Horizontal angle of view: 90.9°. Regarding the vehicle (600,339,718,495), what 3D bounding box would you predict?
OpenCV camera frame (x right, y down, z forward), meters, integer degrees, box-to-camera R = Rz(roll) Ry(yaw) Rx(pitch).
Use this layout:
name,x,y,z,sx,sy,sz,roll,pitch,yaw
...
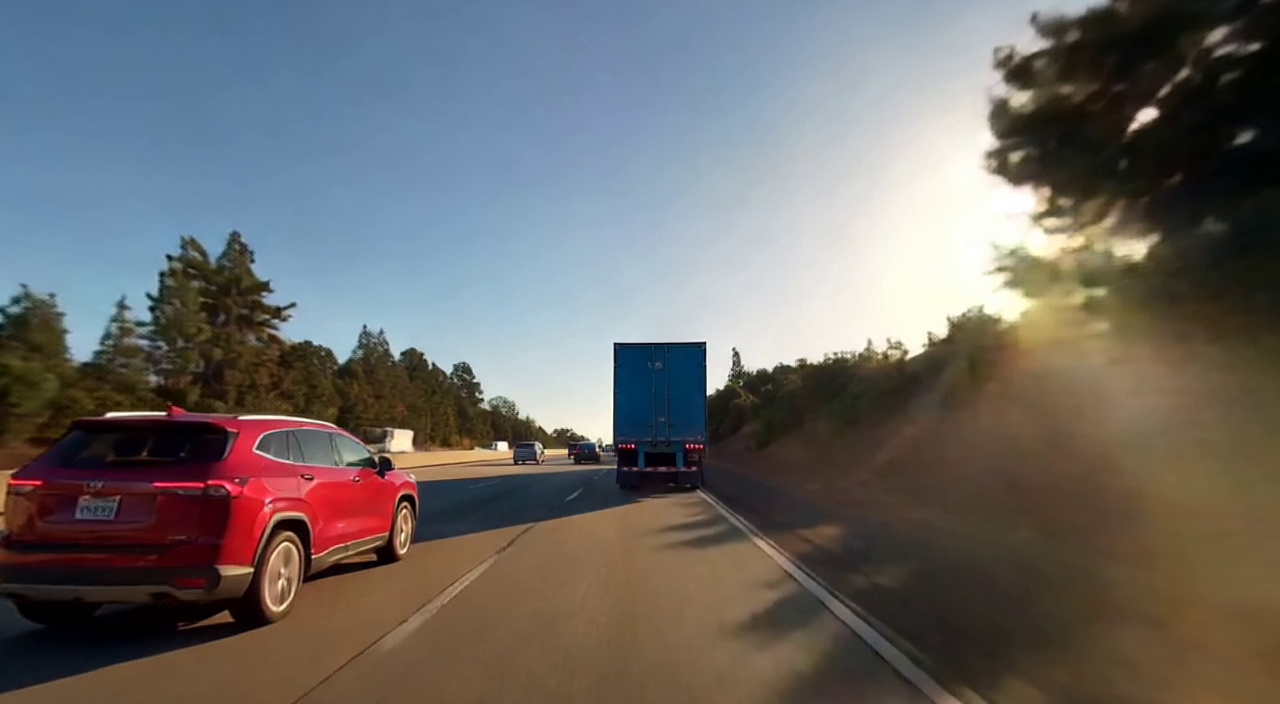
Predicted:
name,x,y,z,sx,sy,sz,roll,pitch,yaw
vehicle,0.451,2.354,20.860,2.870,3.841,10.653,0,-9,0

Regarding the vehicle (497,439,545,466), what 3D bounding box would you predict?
name,x,y,z,sx,sy,sz,roll,pitch,yaw
vehicle,-6.941,5.919,37.297,1.882,1.451,4.416,0,-9,1

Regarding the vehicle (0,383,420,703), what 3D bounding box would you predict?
name,x,y,z,sx,sy,sz,roll,pitch,yaw
vehicle,-3.758,1.316,5.488,2.077,1.671,4.249,0,-9,1
